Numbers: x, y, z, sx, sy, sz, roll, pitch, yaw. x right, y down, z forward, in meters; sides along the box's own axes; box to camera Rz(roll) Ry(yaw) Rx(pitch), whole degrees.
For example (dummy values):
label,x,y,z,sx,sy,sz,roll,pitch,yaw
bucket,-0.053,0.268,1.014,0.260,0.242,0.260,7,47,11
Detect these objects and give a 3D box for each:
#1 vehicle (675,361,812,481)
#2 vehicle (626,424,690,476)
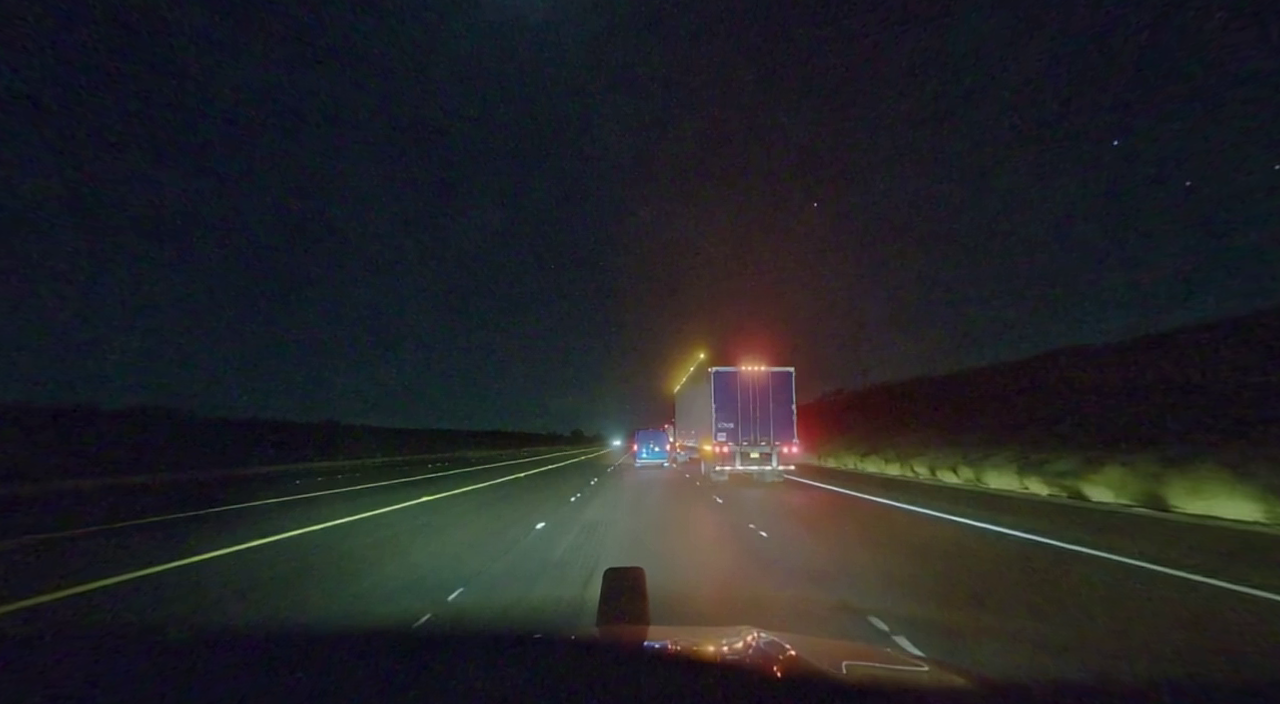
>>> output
label,x,y,z,sx,sy,sz,roll,pitch,yaw
vehicle,4.098,3.622,30.664,3.892,4.216,16.830,0,-8,0
vehicle,0.708,4.164,26.906,2.469,2.027,4.554,0,-8,0
